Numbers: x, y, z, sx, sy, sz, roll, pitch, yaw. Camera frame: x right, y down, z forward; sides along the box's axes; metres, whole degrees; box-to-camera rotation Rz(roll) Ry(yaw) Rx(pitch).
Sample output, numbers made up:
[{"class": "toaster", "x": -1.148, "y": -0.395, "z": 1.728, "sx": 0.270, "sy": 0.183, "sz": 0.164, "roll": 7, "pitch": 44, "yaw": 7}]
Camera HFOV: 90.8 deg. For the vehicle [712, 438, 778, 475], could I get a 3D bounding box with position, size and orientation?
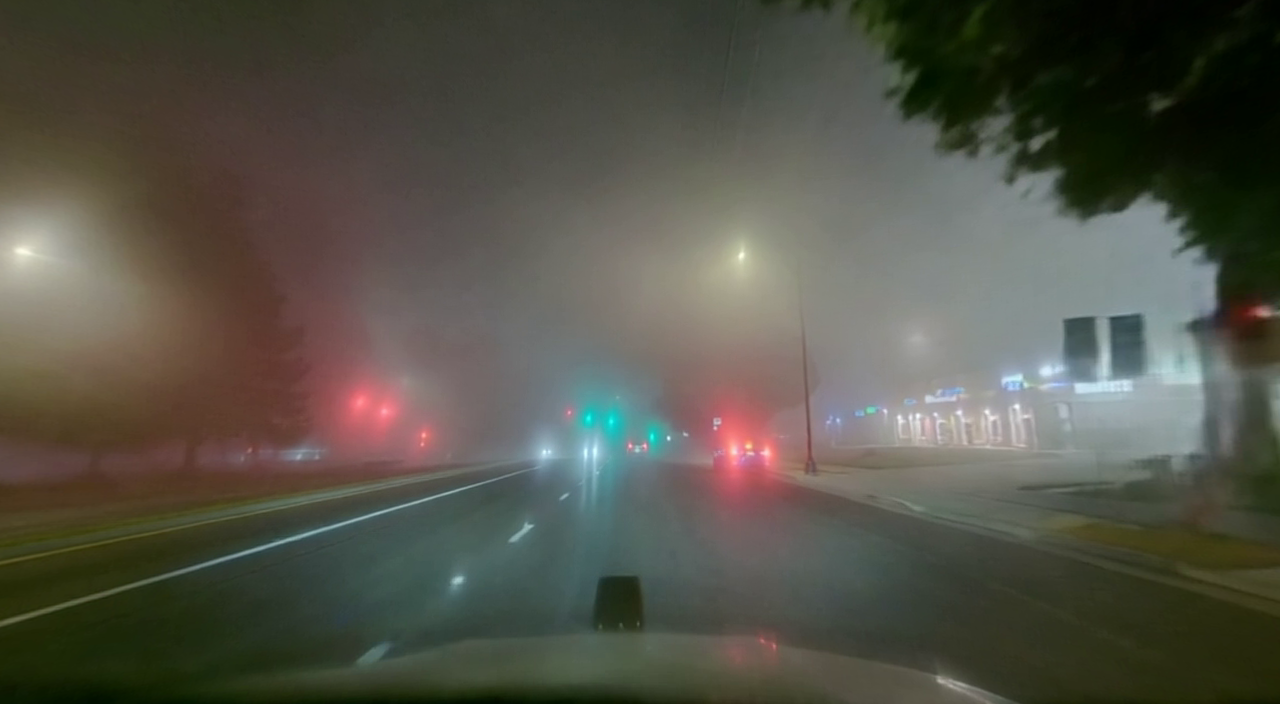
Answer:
[{"class": "vehicle", "x": 4.457, "y": 4.507, "z": 27.467, "sx": 1.942, "sy": 1.469, "sz": 4.049, "roll": 0, "pitch": -9, "yaw": -3}]
